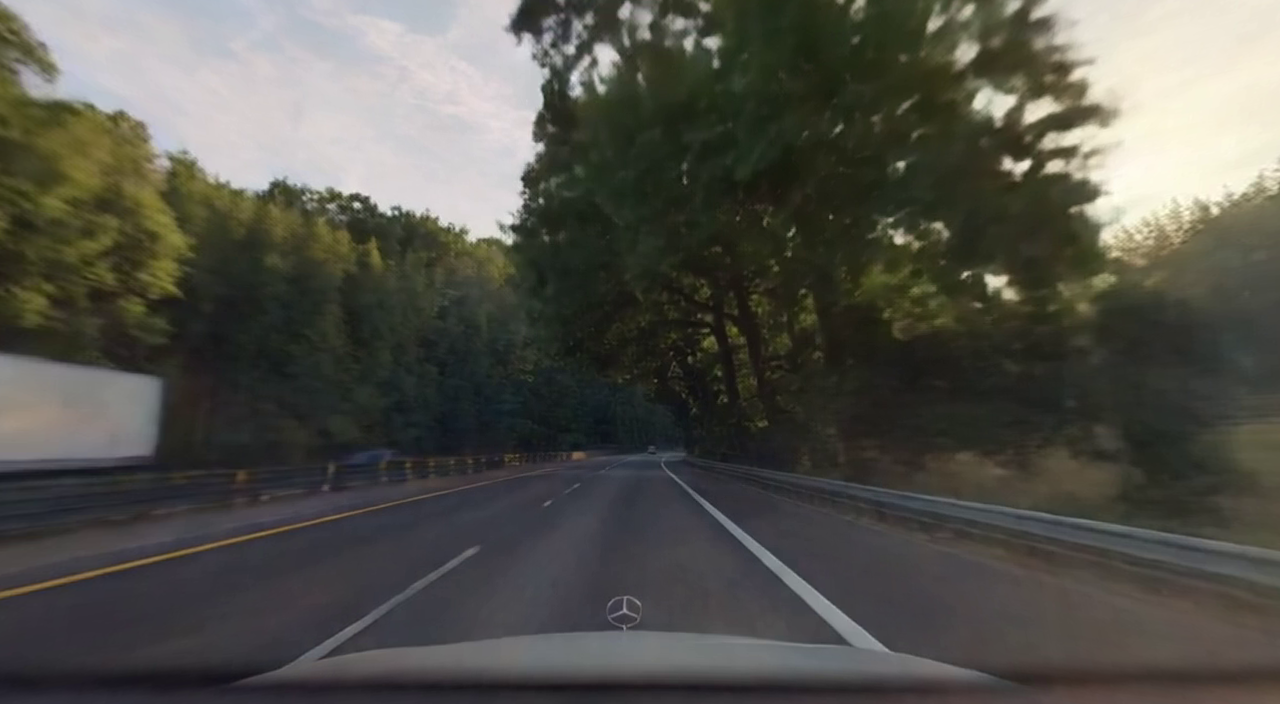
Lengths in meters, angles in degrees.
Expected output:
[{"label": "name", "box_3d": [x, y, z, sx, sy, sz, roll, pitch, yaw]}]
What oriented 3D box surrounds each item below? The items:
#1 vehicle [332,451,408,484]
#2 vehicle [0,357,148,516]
[{"label": "vehicle", "box_3d": [-13.421, 5.747, 31.607, 1.864, 1.493, 4.344, 0, -9, 0]}, {"label": "vehicle", "box_3d": [-17.863, 1.791, 13.668, 2.877, 4.022, 14.209, 0, -9, 0]}]
